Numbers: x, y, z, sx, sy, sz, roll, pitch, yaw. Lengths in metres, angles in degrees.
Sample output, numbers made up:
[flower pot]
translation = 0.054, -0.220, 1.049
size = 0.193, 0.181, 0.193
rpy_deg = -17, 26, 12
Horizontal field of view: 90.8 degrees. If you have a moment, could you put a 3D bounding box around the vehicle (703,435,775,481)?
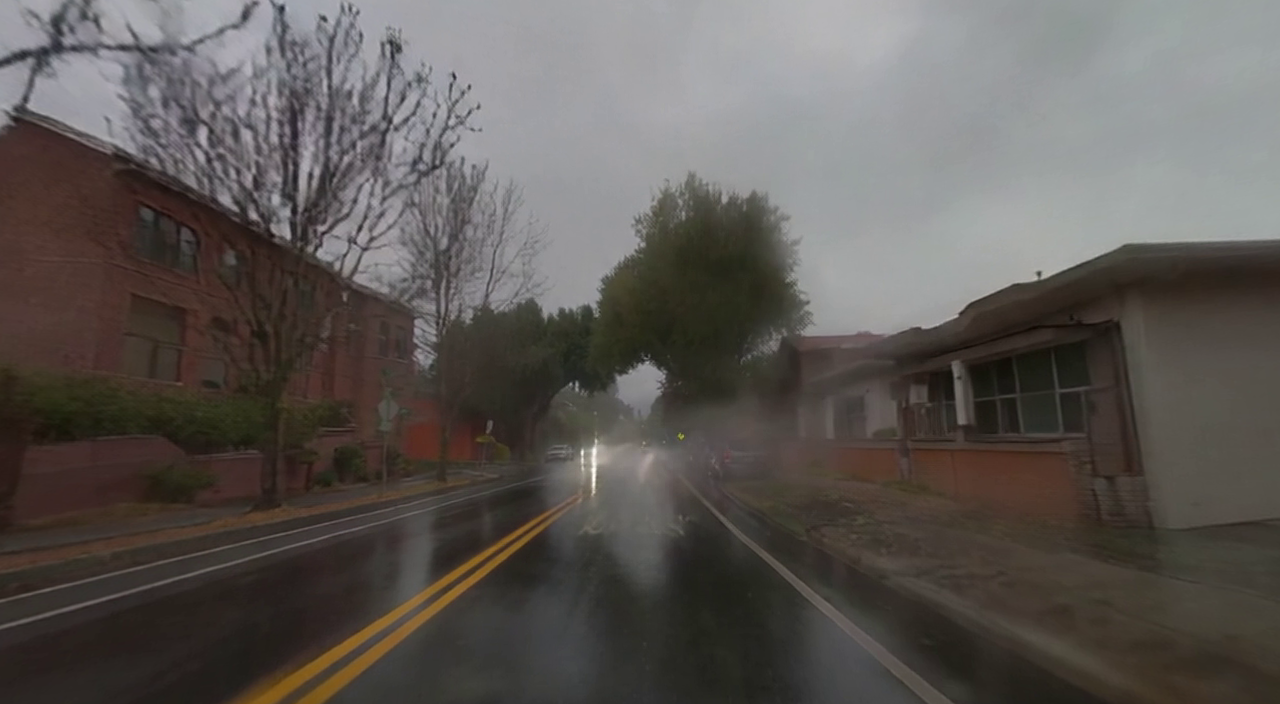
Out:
[vehicle]
translation = 4.063, 4.463, 26.807
size = 1.937, 1.752, 4.574
rpy_deg = 1, -9, -5
